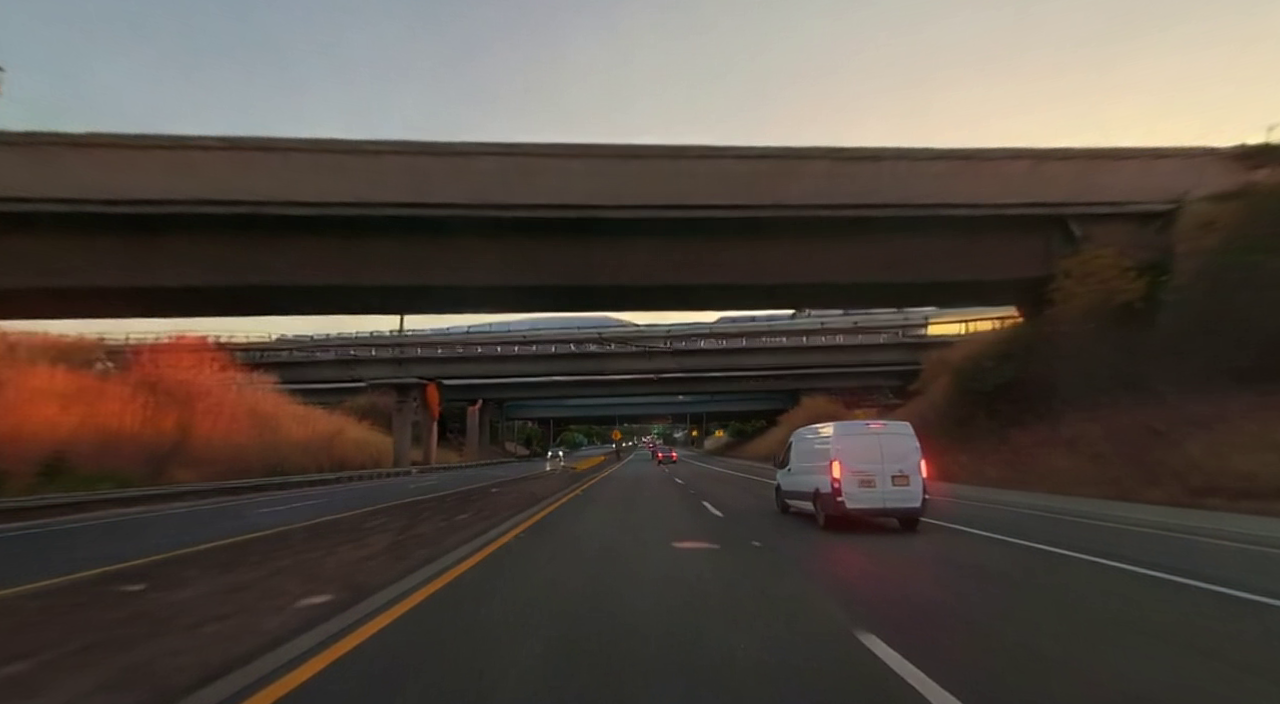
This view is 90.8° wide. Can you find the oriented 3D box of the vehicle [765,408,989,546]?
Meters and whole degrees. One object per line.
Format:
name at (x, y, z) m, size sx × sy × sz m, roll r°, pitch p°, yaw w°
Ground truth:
vehicle at (4.015, 2.252, 11.997) m, size 2.152 × 1.998 × 5.380 m, roll 0°, pitch -9°, yaw 0°
